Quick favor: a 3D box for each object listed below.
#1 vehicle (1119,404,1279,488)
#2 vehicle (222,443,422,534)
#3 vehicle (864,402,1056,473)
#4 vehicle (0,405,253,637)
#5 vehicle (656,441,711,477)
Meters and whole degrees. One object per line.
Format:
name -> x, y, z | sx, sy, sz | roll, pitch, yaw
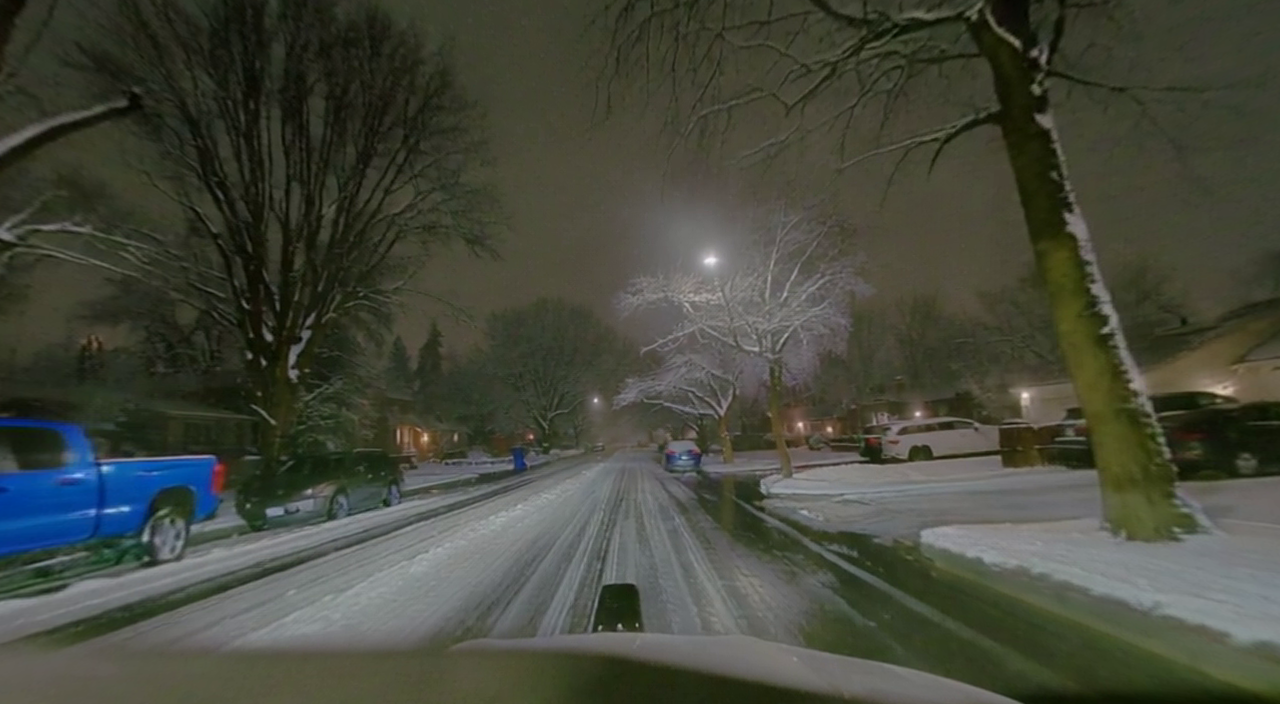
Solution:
vehicle -> 12.122, 1.783, 11.987 | 4.390, 1.457, 1.861 | 0, -9, 2
vehicle -> -6.518, 2.805, 13.646 | 1.995, 1.608, 4.596 | 0, -9, -1
vehicle -> 10.473, 2.845, 20.933 | 5.097, 1.824, 2.113 | -4, -9, -1
vehicle -> -6.580, 1.514, 5.862 | 2.329, 1.947, 5.455 | 0, -9, 2
vehicle -> 1.848, 4.745, 28.208 | 2.006, 1.494, 4.211 | 0, -9, -2
